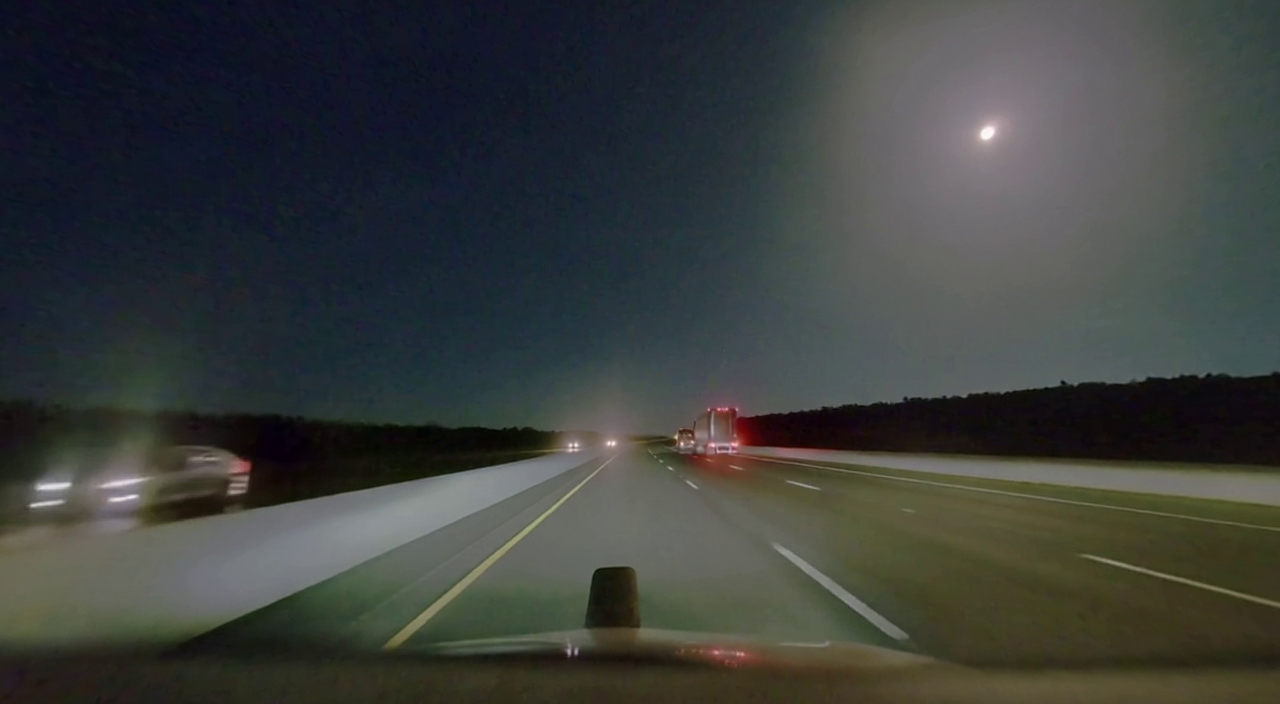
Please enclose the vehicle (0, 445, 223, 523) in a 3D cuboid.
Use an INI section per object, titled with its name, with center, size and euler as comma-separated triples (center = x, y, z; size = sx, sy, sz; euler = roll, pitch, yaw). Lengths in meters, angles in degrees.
[vehicle]
center = -11.723, 2.855, 14.213
size = 1.939, 1.470, 3.994
euler = 0, -8, -1
